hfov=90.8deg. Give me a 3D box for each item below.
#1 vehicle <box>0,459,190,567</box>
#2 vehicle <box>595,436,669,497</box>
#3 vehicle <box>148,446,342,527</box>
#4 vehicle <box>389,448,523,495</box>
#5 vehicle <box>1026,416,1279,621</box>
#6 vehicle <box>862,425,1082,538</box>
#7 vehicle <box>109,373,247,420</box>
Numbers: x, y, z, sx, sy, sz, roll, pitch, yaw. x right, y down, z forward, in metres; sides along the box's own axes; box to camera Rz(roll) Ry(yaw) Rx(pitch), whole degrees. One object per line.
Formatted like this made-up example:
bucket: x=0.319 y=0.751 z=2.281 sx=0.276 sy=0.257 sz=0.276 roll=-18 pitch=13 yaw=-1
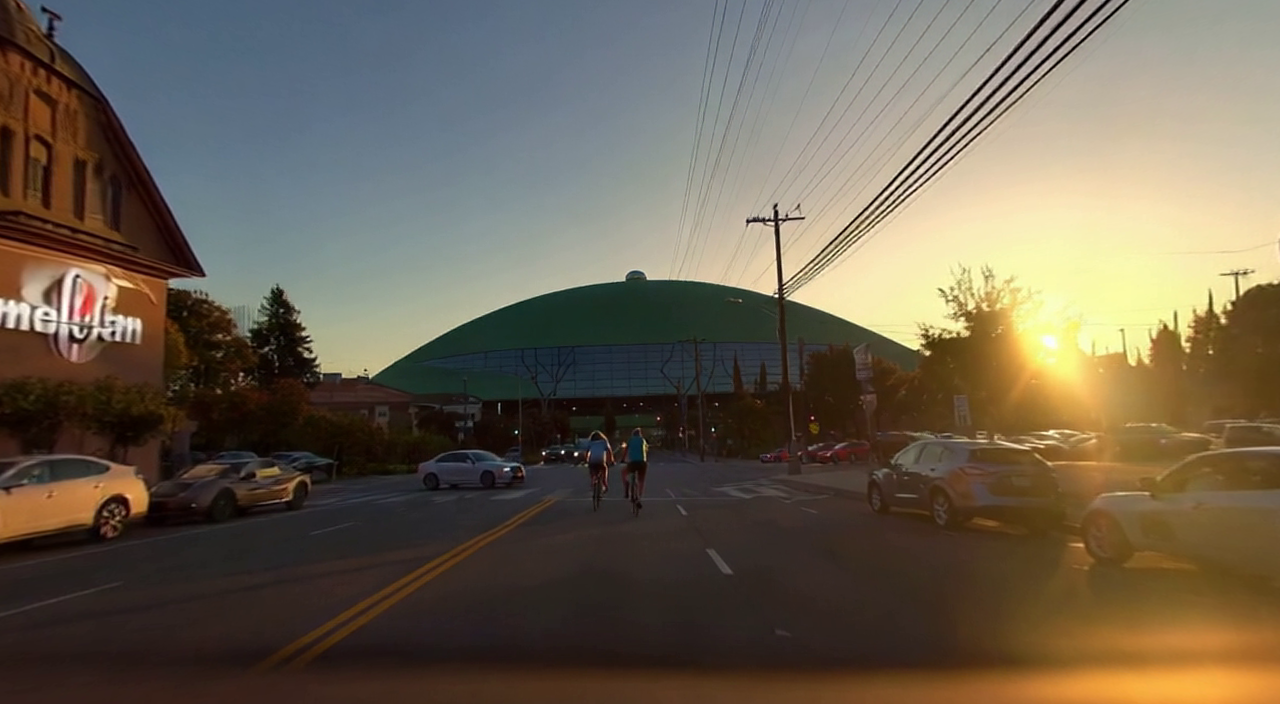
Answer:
vehicle: x=-10.250 y=2.604 z=10.686 sx=1.904 sy=1.495 sz=4.585 roll=0 pitch=-9 yaw=-1
vehicle: x=-0.219 y=3.702 z=20.768 sx=2.190 sy=1.783 sz=4.048 roll=0 pitch=-8 yaw=0
vehicle: x=-10.266 y=3.460 z=17.028 sx=2.075 sy=1.816 sz=4.900 roll=0 pitch=-8 yaw=-1
vehicle: x=-7.523 y=4.935 z=26.359 sx=4.961 sy=1.832 sz=2.287 roll=1 pitch=-9 yaw=-6
vehicle: x=5.882 y=1.448 z=5.969 sx=1.900 sy=1.566 sz=3.995 roll=0 pitch=-8 yaw=0
vehicle: x=5.808 y=2.286 z=11.752 sx=1.873 sy=1.714 sz=3.979 roll=0 pitch=-8 yaw=0
vehicle: x=-17.113 y=1.681 z=23.571 sx=3.685 sy=1.584 sz=1.708 roll=1 pitch=-9 yaw=-3
